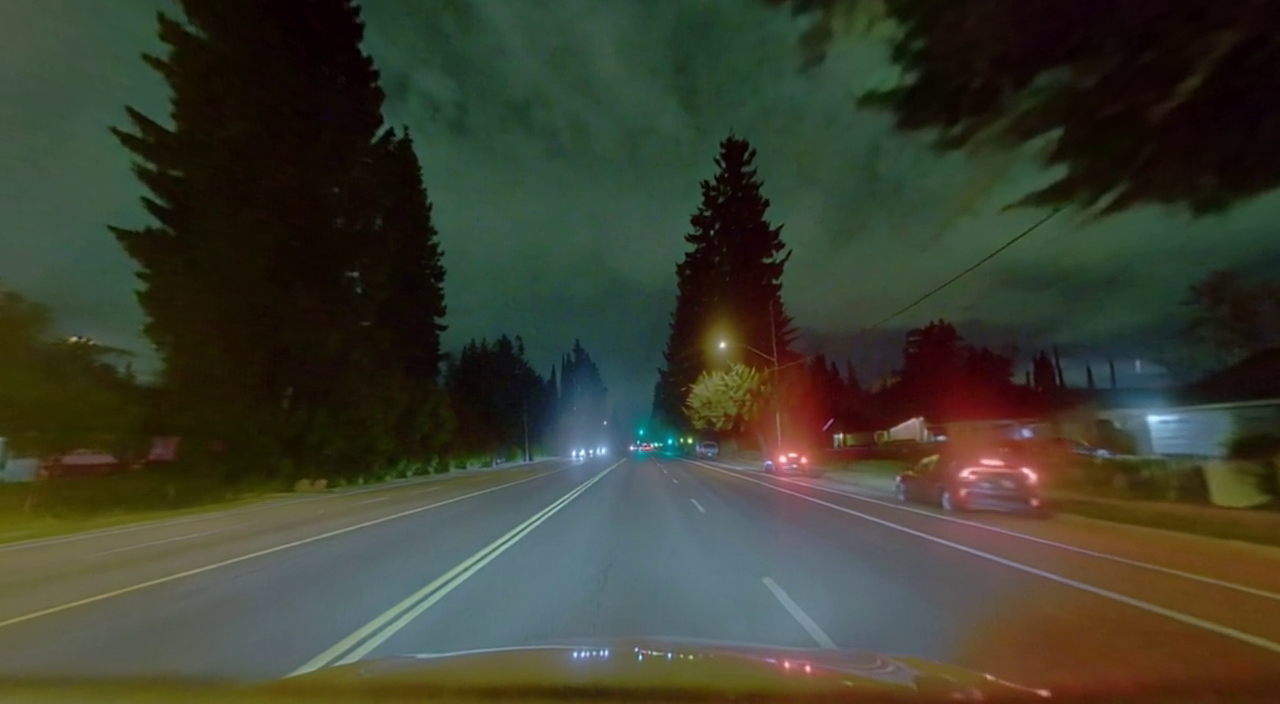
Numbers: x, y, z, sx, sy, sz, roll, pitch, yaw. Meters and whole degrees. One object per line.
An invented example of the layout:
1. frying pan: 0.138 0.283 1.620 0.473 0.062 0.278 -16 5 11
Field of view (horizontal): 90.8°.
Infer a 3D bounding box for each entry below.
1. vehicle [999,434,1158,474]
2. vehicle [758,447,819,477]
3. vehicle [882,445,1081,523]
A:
1. vehicle: 17.749 4.151 25.760 4.793 1.537 2.353 1 -9 -5
2. vehicle: 7.581 5.661 32.735 1.967 1.449 4.645 0 -9 -1
3. vehicle: 7.393 2.866 14.372 2.010 1.469 4.548 0 -9 1
